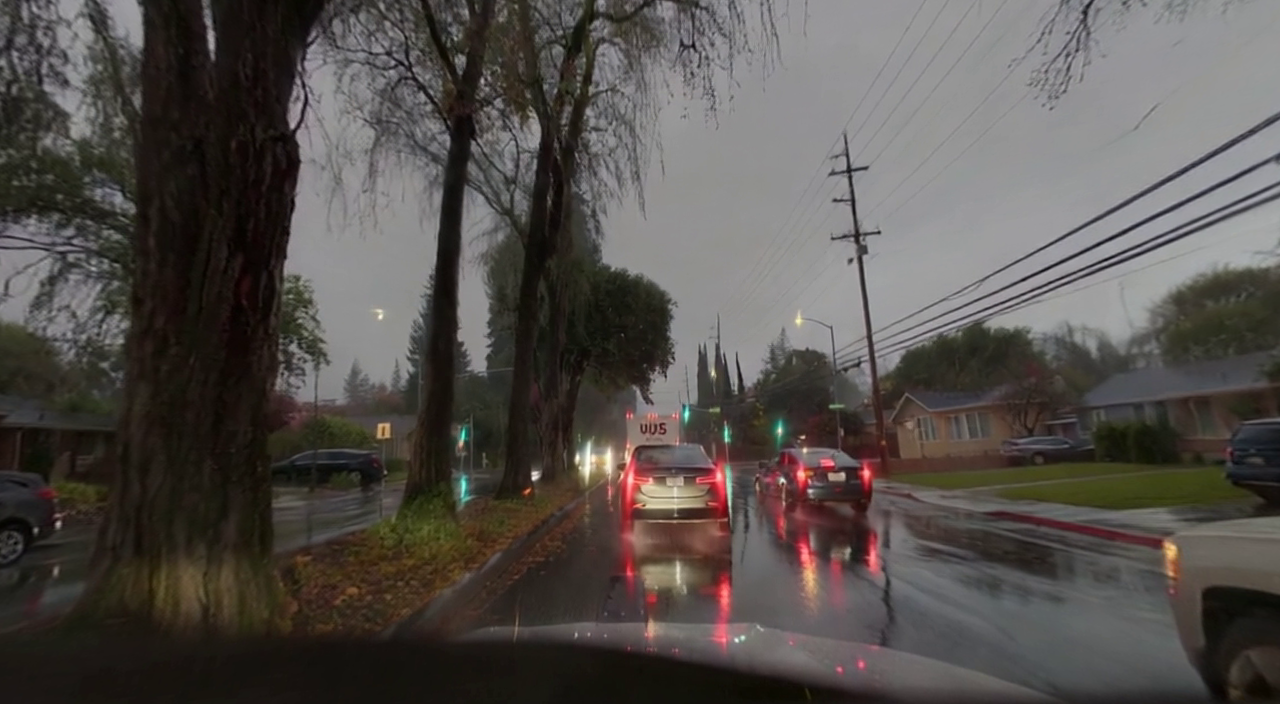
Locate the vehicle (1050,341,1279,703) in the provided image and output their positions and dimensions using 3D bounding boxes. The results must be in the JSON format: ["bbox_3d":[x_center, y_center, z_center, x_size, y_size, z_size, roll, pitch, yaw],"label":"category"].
[{"bbox_3d":[3.322,0.643,1.048,2.069,1.722,4.888,0,-9,2],"label":"vehicle"}]

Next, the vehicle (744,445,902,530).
[{"bbox_3d":[3.575,2.714,13.265,1.993,1.479,4.487,0,-9,0],"label":"vehicle"}]

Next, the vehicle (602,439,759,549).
[{"bbox_3d":[0.557,2.299,10.913,2.158,1.499,4.377,0,-9,0],"label":"vehicle"}]

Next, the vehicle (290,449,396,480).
[{"bbox_3d":[-17.513,6.631,37.186,5.274,1.793,1.921,0,-9,2],"label":"vehicle"}]
